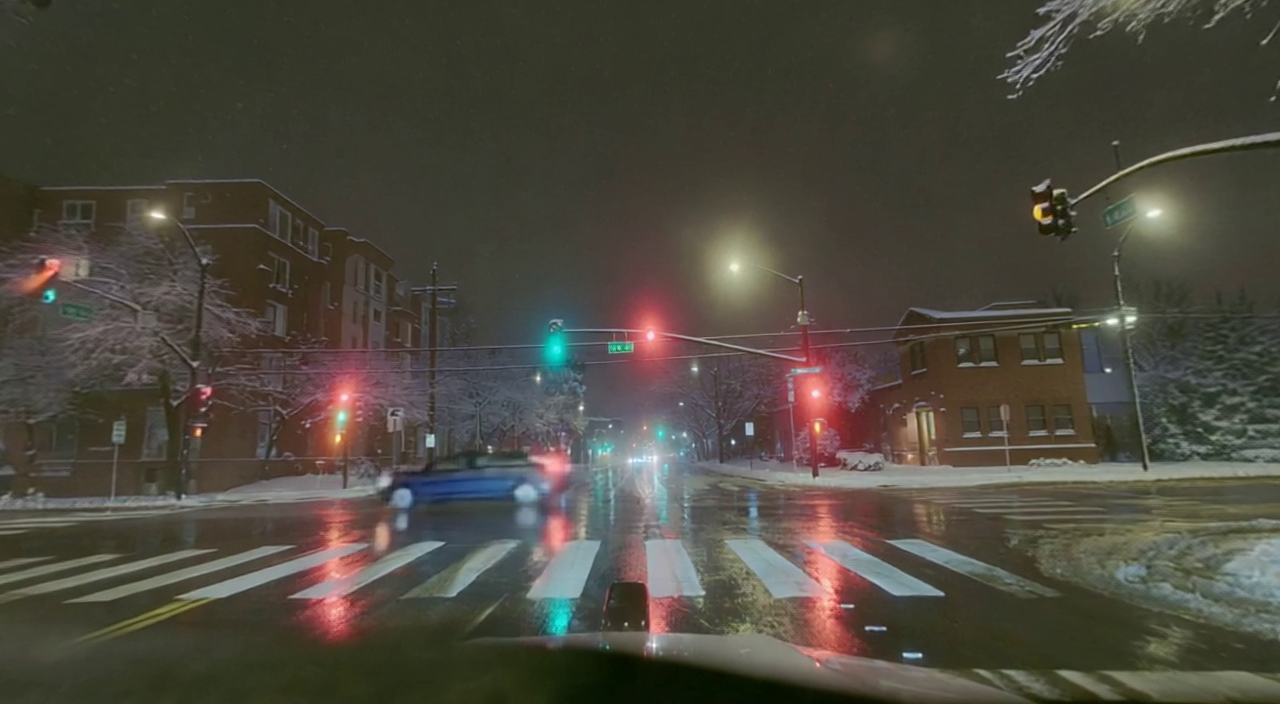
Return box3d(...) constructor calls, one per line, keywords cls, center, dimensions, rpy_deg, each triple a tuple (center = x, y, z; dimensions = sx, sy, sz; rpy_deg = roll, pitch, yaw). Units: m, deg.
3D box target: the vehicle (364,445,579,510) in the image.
box3d(cls="vehicle", center=(-4.063, 3.111, 15.851), dimensions=(4.847, 1.484, 1.926), rpy_deg=(0, -8, 1))
